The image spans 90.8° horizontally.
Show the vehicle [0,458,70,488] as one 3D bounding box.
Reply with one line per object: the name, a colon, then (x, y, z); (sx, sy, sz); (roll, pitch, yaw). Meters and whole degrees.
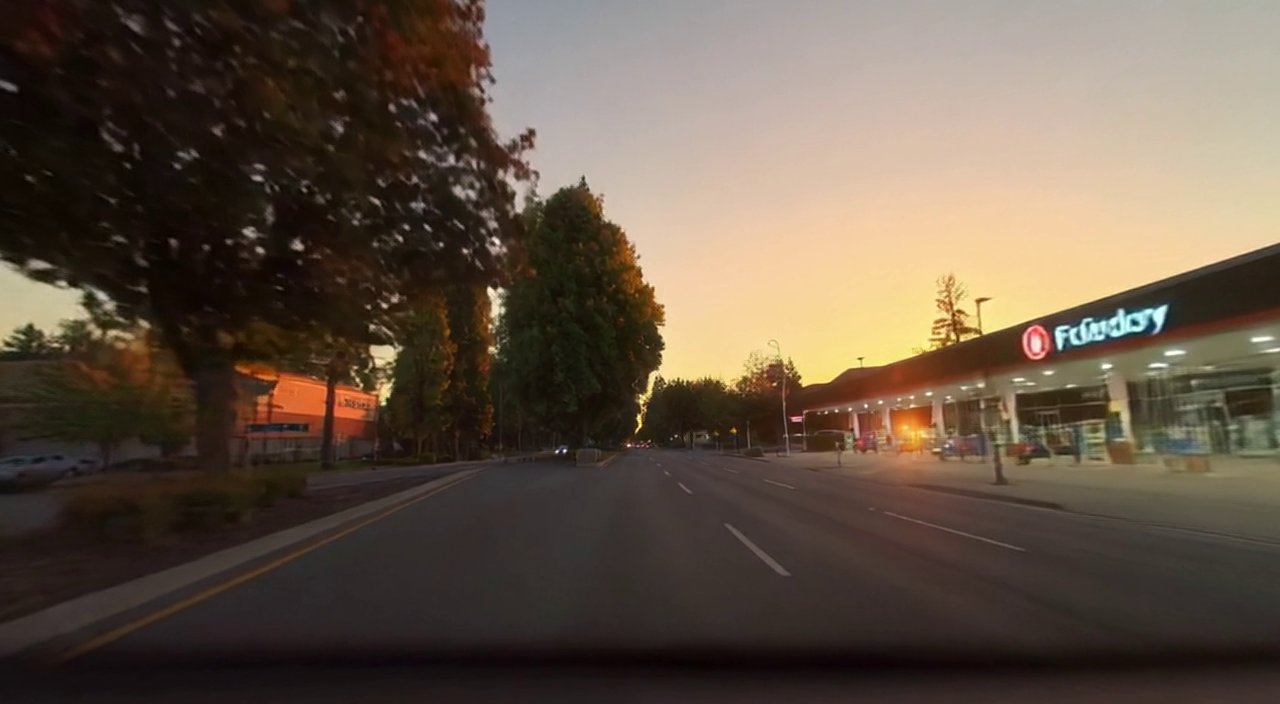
vehicle: (-37.297, 7.261, 37.869); (4.316, 1.603, 1.815); (-2, -9, -2)
